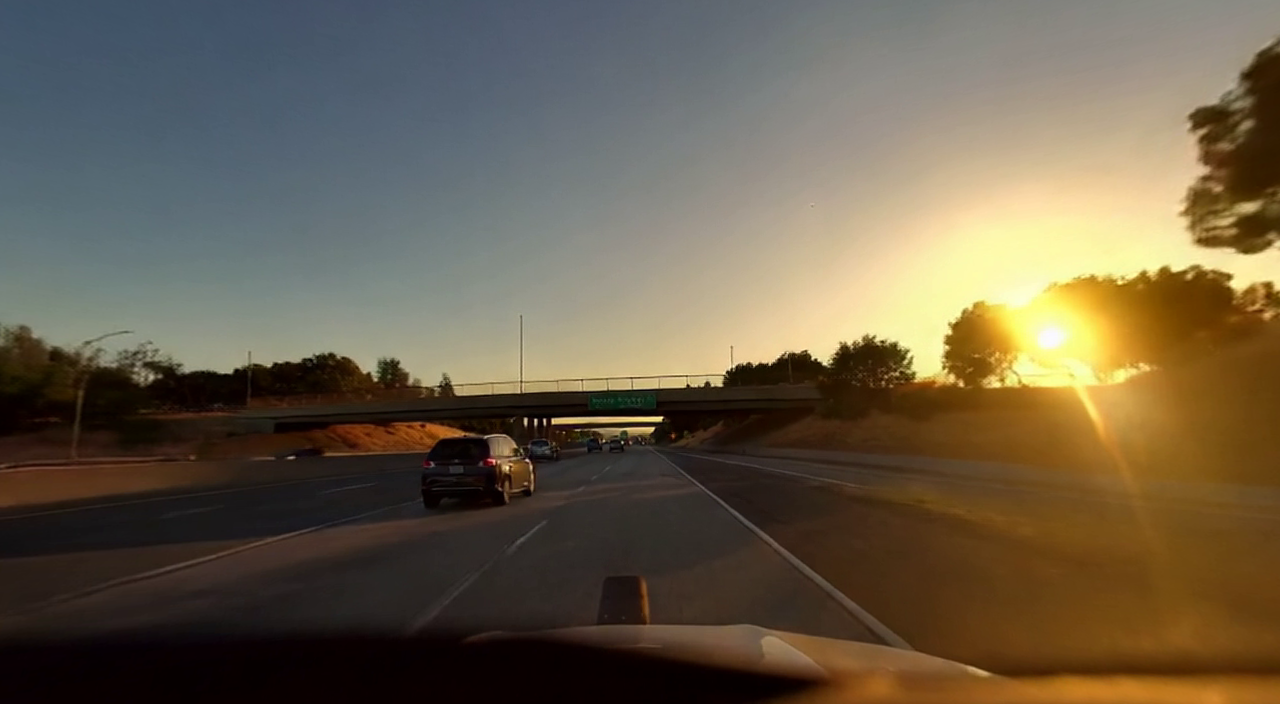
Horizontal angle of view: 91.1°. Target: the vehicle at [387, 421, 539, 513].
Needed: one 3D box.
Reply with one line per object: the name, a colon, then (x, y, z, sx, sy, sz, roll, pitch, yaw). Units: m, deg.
vehicle: (-3.694, 2.492, 14.083, 2.048, 1.705, 4.384, 0, -8, 1)
